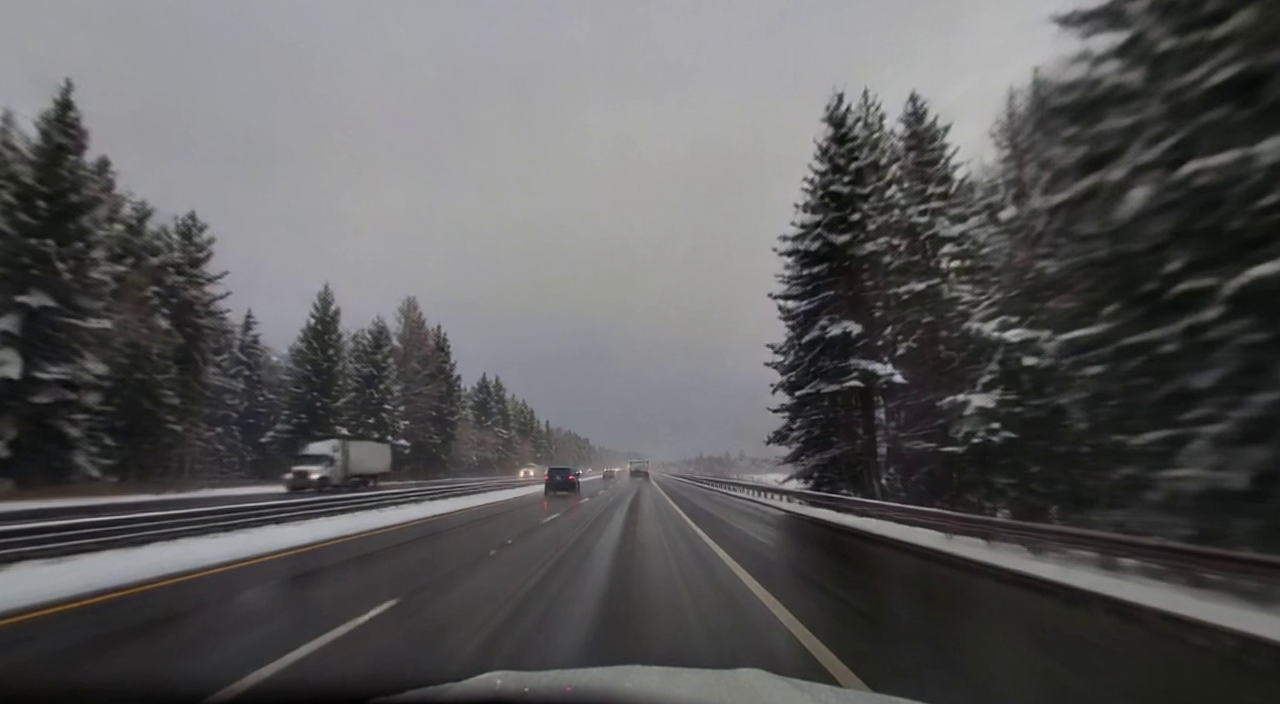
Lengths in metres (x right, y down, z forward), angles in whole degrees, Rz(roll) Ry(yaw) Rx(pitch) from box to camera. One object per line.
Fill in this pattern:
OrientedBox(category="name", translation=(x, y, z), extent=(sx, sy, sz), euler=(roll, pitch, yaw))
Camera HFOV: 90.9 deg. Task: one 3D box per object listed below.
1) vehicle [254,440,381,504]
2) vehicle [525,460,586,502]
OrientedBox(category="vehicle", translation=(-16.517, 6.263, 33.048), extent=(2.618, 2.898, 7.409), euler=(1, -11, 0))
OrientedBox(category="vehicle", translation=(-3.829, 5.959, 29.283), extent=(2.124, 1.705, 4.440), euler=(1, -11, 1))
